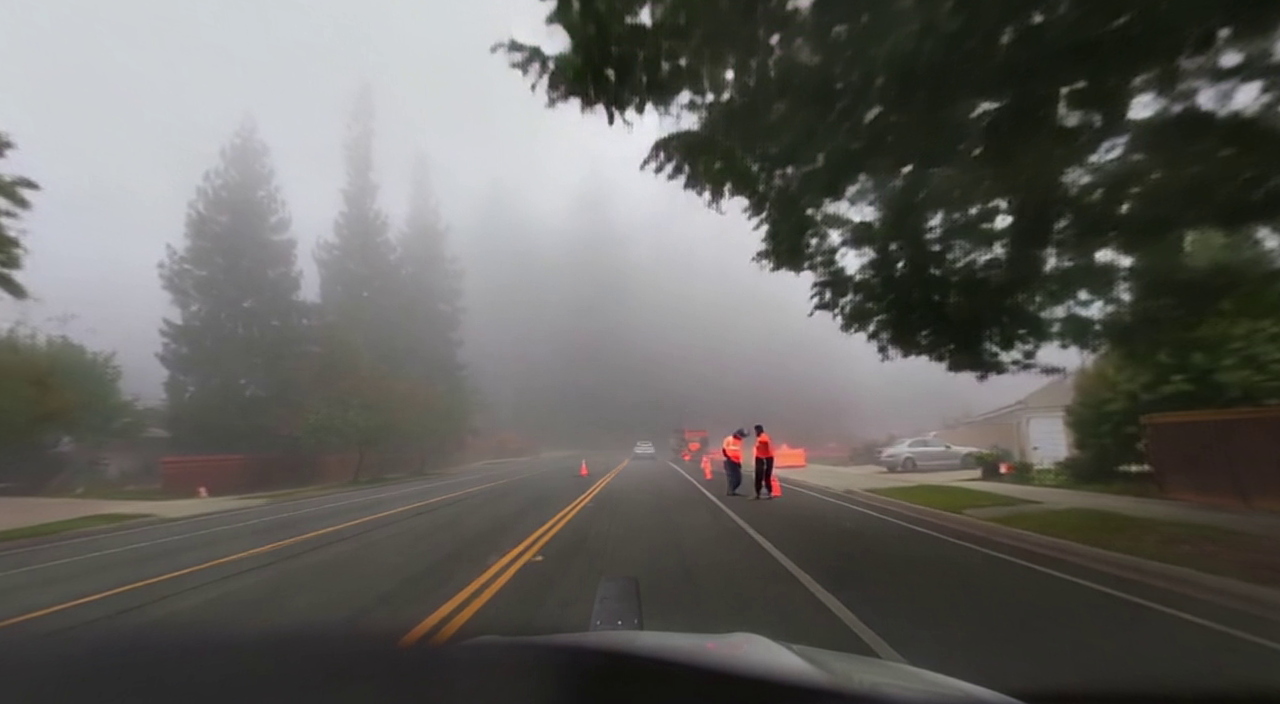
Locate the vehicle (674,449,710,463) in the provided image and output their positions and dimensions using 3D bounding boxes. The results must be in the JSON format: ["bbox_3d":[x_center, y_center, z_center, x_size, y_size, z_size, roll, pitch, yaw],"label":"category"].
[{"bbox_3d":[3.474,6.980,42.504,2.123,0.883,3.024,0,-8,0],"label":"vehicle"}]

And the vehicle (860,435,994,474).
[{"bbox_3d":[11.350,4.064,25.130,4.463,1.466,1.813,0,-8,3],"label":"vehicle"}]

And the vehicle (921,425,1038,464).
[{"bbox_3d":[15.720,4.293,29.283,4.302,1.736,1.932,0,-8,-2],"label":"vehicle"}]

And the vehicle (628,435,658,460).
[{"bbox_3d":[0.210,6.952,45.852,2.151,1.708,4.084,0,-9,0],"label":"vehicle"}]
